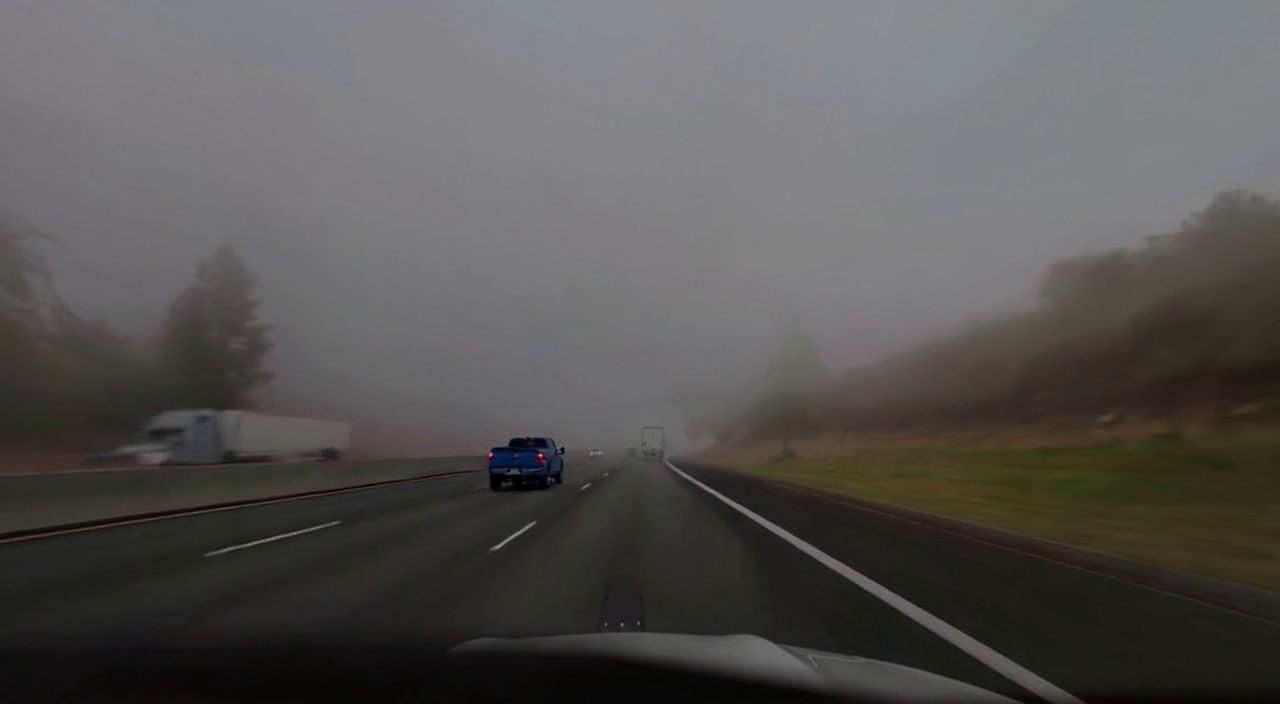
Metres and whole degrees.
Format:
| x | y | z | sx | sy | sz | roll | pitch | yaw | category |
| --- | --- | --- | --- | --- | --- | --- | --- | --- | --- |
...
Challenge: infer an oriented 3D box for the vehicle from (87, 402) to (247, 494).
| x | y | z | sx | sy | sz | roll | pitch | yaw | category |
| --- | --- | --- | --- | --- | --- | --- | --- | --- | --- |
| -22.697 | 4.688 | 30.816 | 2.955 | 3.979 | 5.943 | 0 | -9 | 1 | vehicle |

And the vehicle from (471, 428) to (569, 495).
| x | y | z | sx | sy | sz | roll | pitch | yaw | category |
| --- | --- | --- | --- | --- | --- | --- | --- | --- | --- |
| -3.851 | 3.640 | 21.311 | 2.216 | 1.949 | 5.237 | 0 | -9 | 1 | vehicle |
